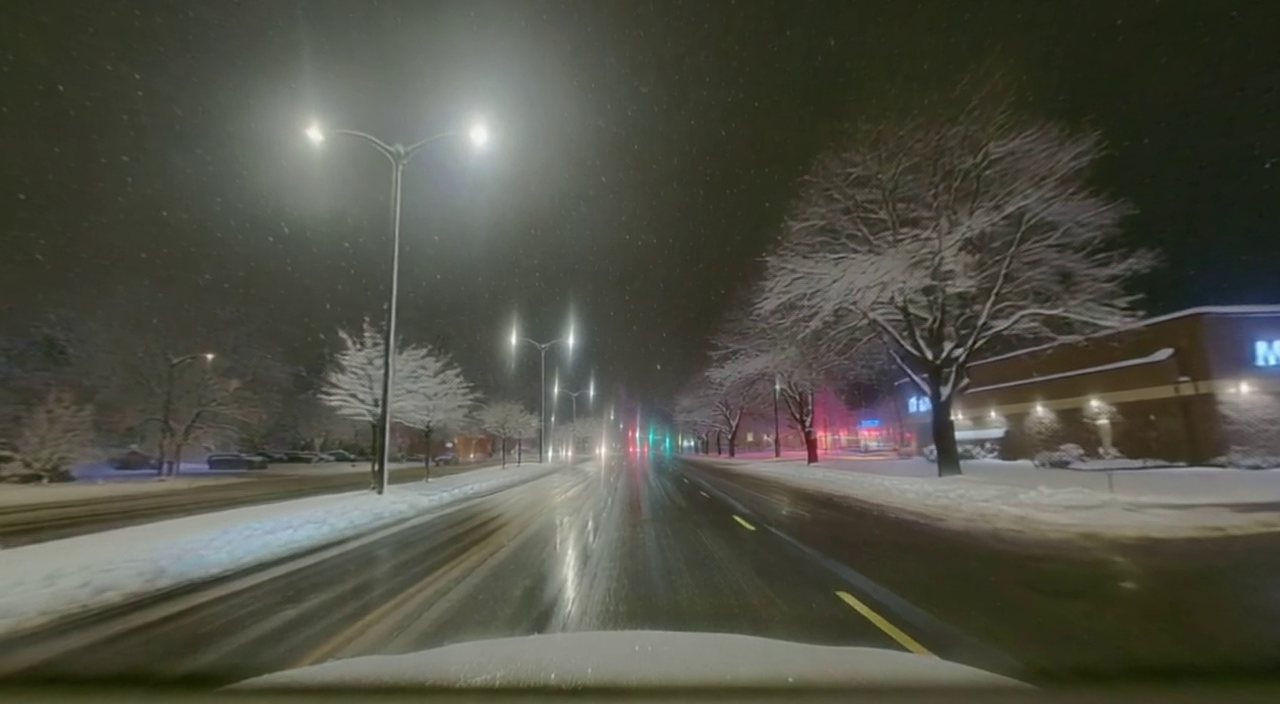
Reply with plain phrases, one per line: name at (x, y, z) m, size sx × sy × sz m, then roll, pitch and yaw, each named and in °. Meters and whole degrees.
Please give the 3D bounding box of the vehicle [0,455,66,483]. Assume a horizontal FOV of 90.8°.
vehicle at (-34.272, 6.354, 34.355) m, size 4.246 × 1.411 × 1.954 m, roll 0°, pitch -8°, yaw 2°
